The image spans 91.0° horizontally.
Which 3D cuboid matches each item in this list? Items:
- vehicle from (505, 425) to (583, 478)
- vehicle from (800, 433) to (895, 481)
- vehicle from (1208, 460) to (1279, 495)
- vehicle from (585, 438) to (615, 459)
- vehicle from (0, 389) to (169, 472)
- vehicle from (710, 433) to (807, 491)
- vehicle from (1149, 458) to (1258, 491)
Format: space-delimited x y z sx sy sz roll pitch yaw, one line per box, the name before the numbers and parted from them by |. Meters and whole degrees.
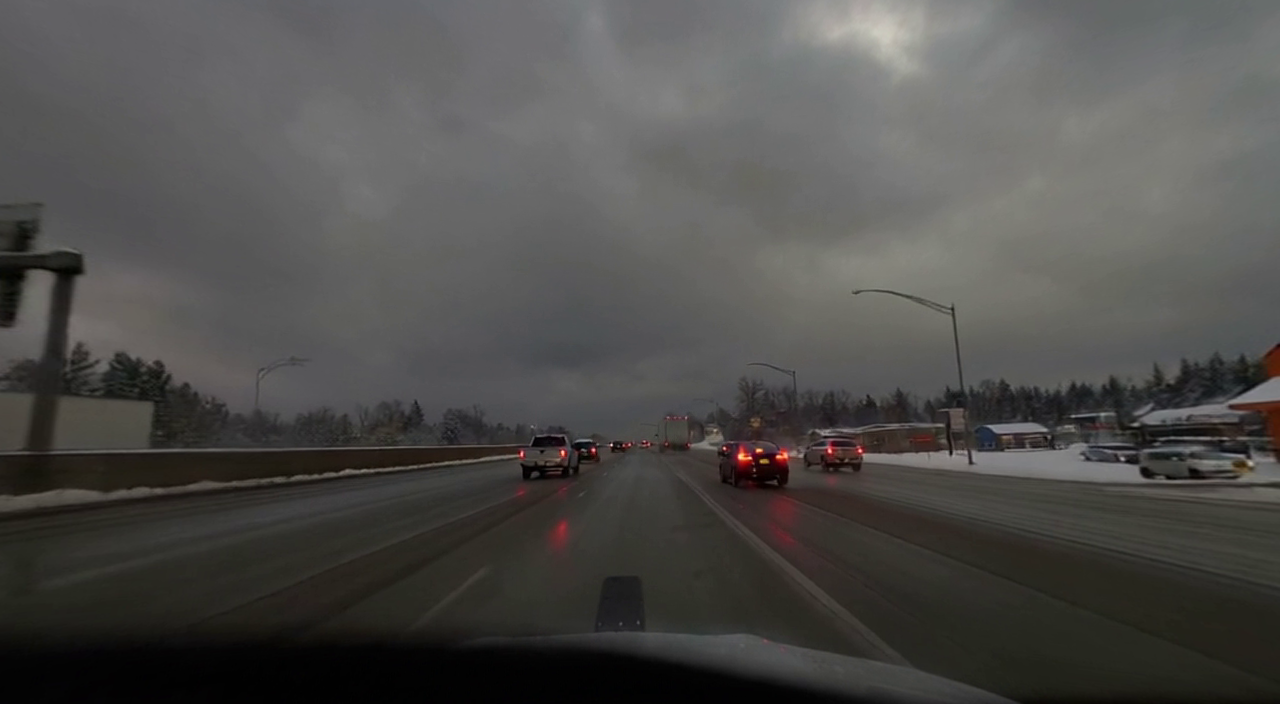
vehicle | -3.522 3.789 24.099 2.130 1.799 4.583 0 -9 2
vehicle | 7.377 3.777 22.845 2.075 1.587 3.947 0 -9 -1
vehicle | 29.998 5.960 29.938 3.852 1.550 1.978 -1 -9 4
vehicle | -2.991 7.313 47.731 1.929 1.521 4.097 0 -9 1
vehicle | -31.773 3.987 31.639 2.916 3.883 16.277 0 -9 3
vehicle | 3.343 3.210 18.720 1.980 1.501 4.433 0 -9 -1
vehicle | 29.349 6.377 32.894 3.800 1.507 1.789 -3 -10 3
